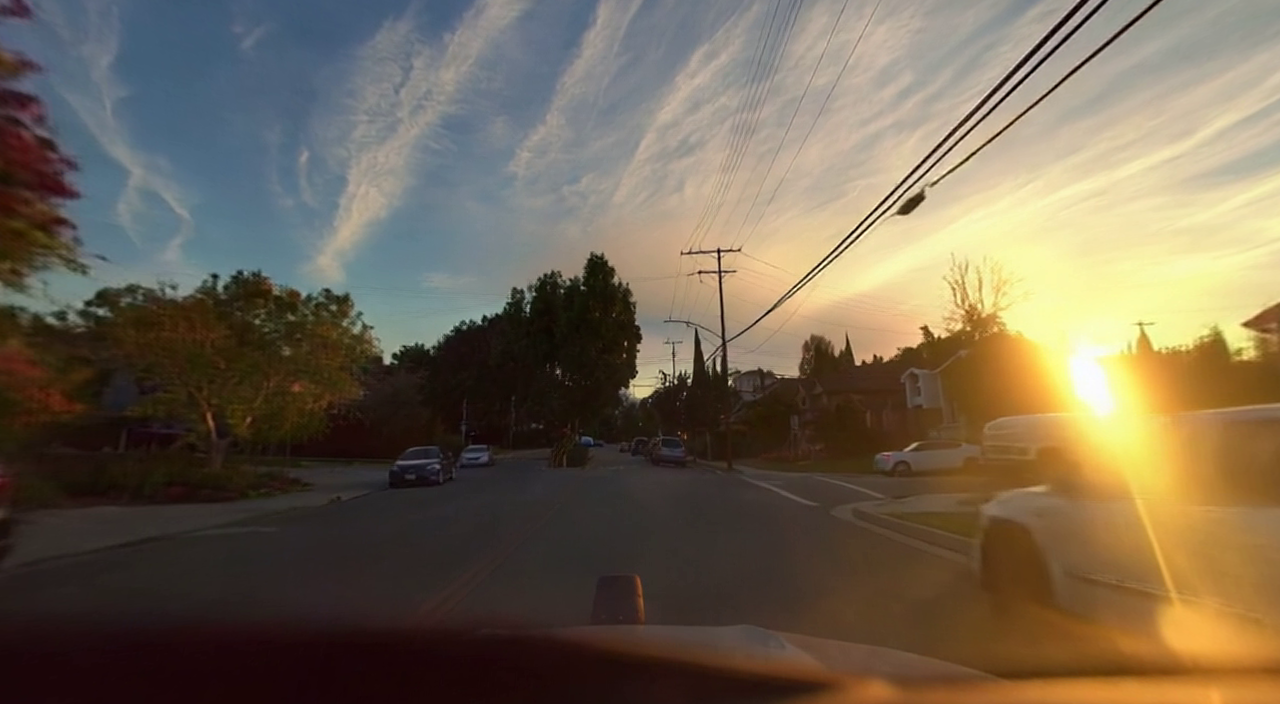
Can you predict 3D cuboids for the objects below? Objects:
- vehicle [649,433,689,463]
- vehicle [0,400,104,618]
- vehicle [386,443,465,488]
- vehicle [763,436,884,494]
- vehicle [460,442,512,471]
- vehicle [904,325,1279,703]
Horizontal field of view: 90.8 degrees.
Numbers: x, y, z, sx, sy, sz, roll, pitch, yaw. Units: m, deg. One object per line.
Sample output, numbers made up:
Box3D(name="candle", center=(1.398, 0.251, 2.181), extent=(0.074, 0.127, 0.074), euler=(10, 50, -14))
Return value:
Box3D(name="vehicle", center=(1.995, 6.925, 45.613), extent=(2.173, 1.992, 5.891), euler=(1, -9, -4))
Box3D(name="vehicle", center=(-6.468, 1.066, 3.635), extent=(2.158, 1.817, 5.230), euler=(0, -9, 0))
Box3D(name="vehicle", center=(-7.722, 4.091, 23.162), extent=(1.997, 1.456, 4.319), euler=(1, -9, -9))
Box3D(name="vehicle", center=(5.931, 3.545, 20.177), extent=(1.944, 1.636, 4.140), euler=(-8, -12, 43))
Box3D(name="vehicle", center=(-8.713, 5.821, 35.487), extent=(2.033, 1.477, 4.626), euler=(4, -9, -23))
Box3D(name="vehicle", center=(3.481, 0.841, 2.725), extent=(2.178, 1.757, 5.495), euler=(0, -9, -2))
